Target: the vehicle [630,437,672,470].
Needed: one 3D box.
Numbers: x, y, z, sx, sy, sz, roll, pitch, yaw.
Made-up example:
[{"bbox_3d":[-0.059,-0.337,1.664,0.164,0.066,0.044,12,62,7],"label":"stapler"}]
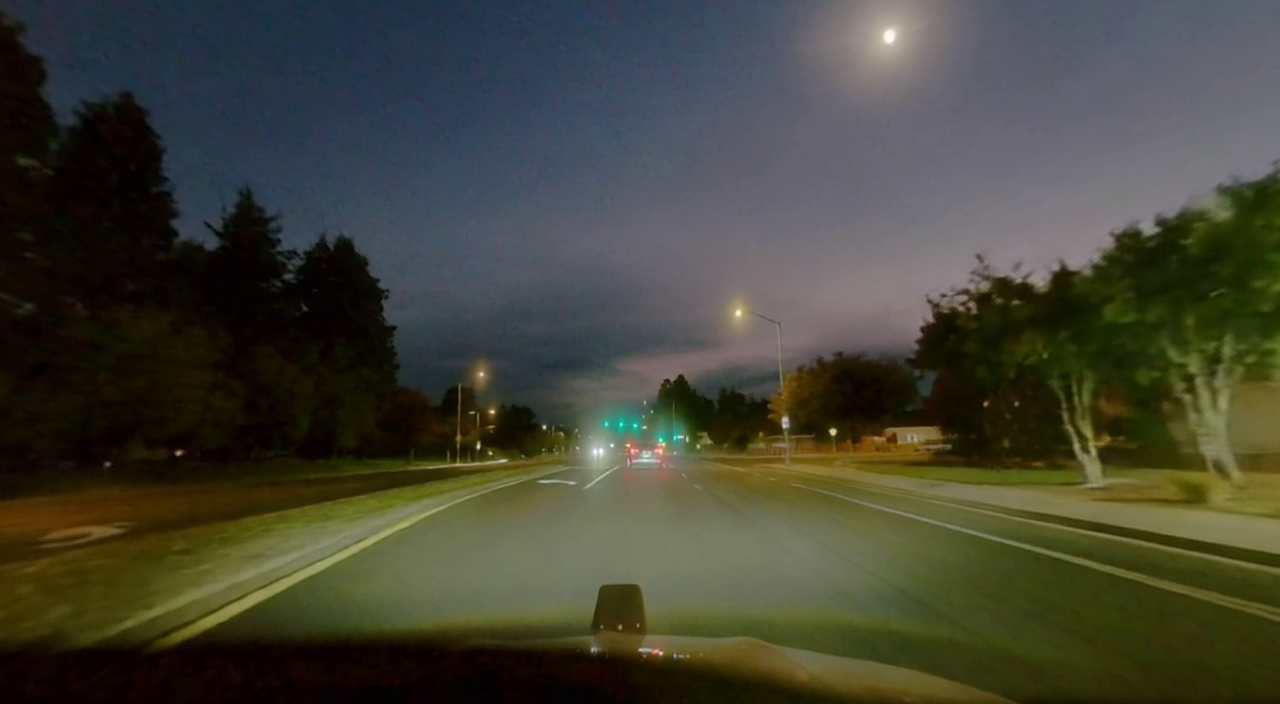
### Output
[{"bbox_3d":[0.568,5.868,36.487,2.165,1.783,4.391,0,-9,-2],"label":"vehicle"}]
